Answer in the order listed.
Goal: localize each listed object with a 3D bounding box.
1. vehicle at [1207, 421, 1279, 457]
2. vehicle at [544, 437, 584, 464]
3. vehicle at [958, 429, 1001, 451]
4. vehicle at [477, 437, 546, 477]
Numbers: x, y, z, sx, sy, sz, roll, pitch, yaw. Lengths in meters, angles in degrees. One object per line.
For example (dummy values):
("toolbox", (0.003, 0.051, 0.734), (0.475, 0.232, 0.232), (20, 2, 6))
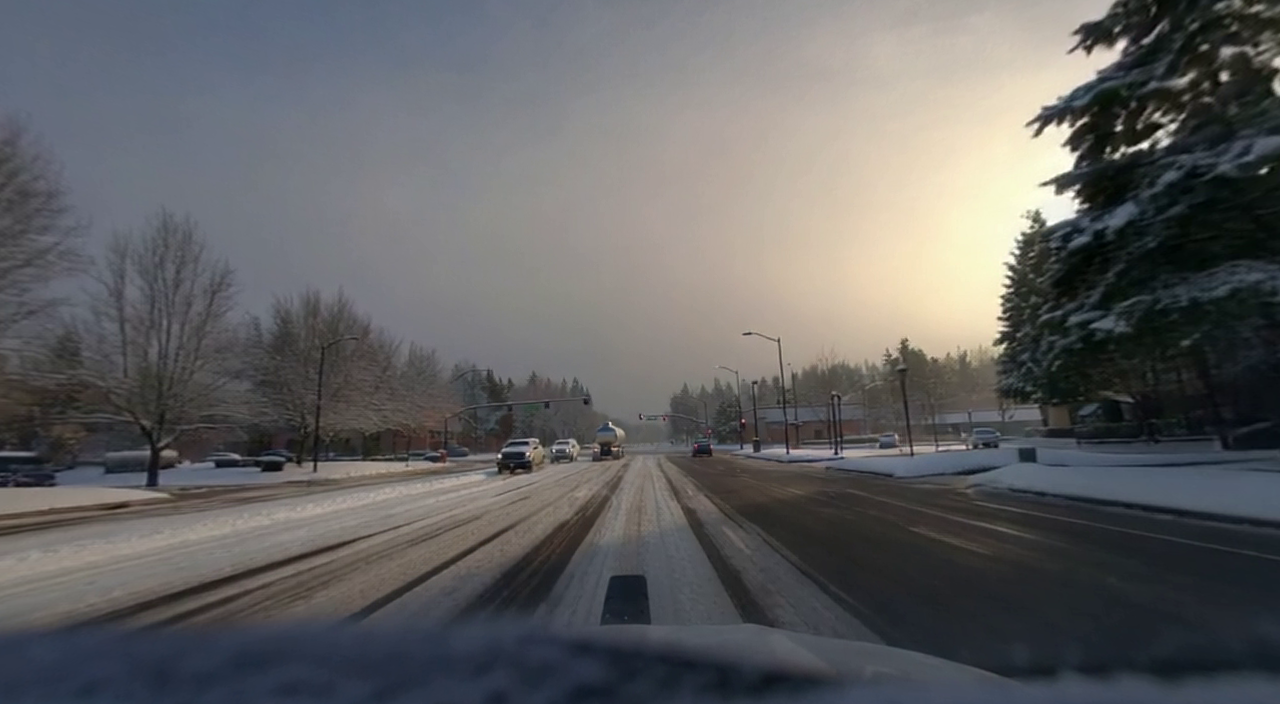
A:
("vehicle", (26.938, 3.699, 26.785), (1.796, 1.453, 4.296), (-1, -9, 3))
("vehicle", (-5.901, 7.805, 49.837), (2.375, 1.989, 5.497), (0, -9, 1))
("vehicle", (23.854, 6.213, 44.214), (1.924, 1.467, 4.572), (-7, -11, 36))
("vehicle", (-6.001, 4.969, 30.010), (2.179, 1.750, 4.621), (0, -9, 2))
